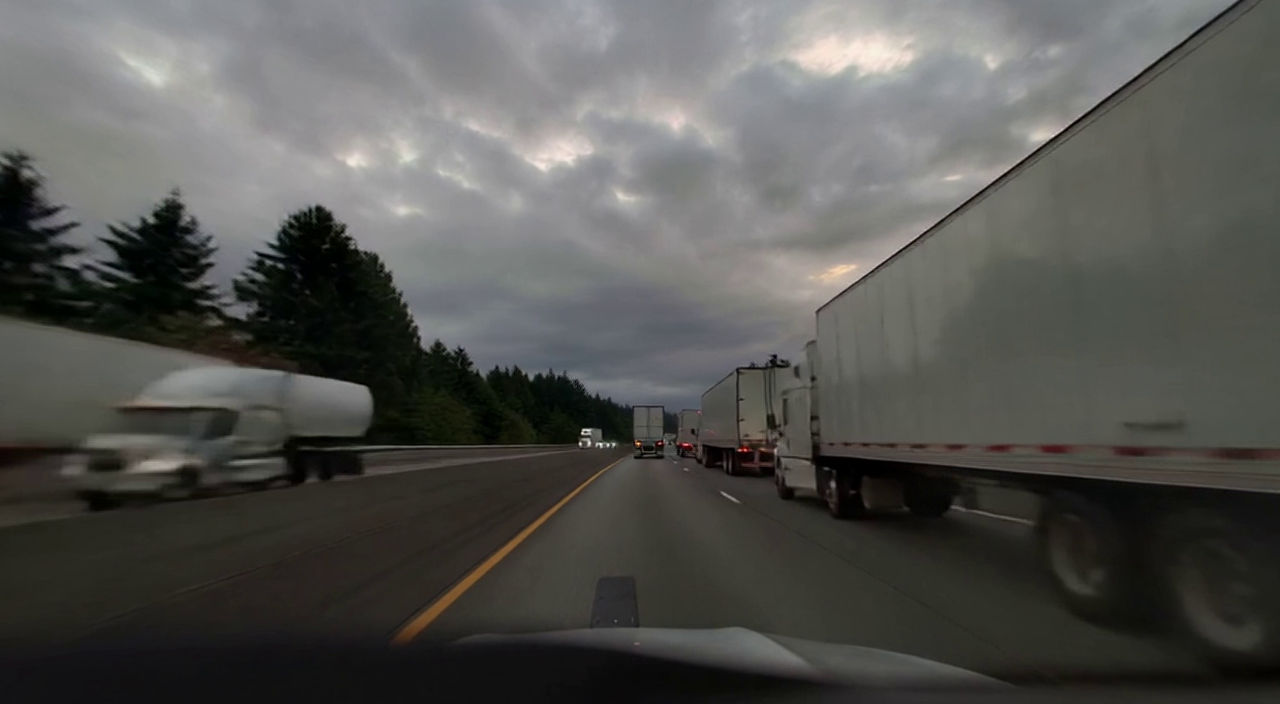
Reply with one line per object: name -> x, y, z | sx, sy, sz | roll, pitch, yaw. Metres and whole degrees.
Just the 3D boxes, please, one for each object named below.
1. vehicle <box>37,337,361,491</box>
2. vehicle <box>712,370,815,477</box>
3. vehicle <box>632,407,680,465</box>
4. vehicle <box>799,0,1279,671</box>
vehicle -> -8.780, 1.469, 13.722 | 2.515, 2.577, 6.183 | -1, -8, 0
vehicle -> 5.045, 3.247, 27.619 | 2.843, 3.940, 8.349 | -1, -8, 0
vehicle -> 0.980, 5.256, 39.167 | 2.644, 3.247, 7.454 | -1, -8, 1
vehicle -> 5.056, 0.351, 7.511 | 2.749, 4.051, 12.981 | 0, -8, -1
